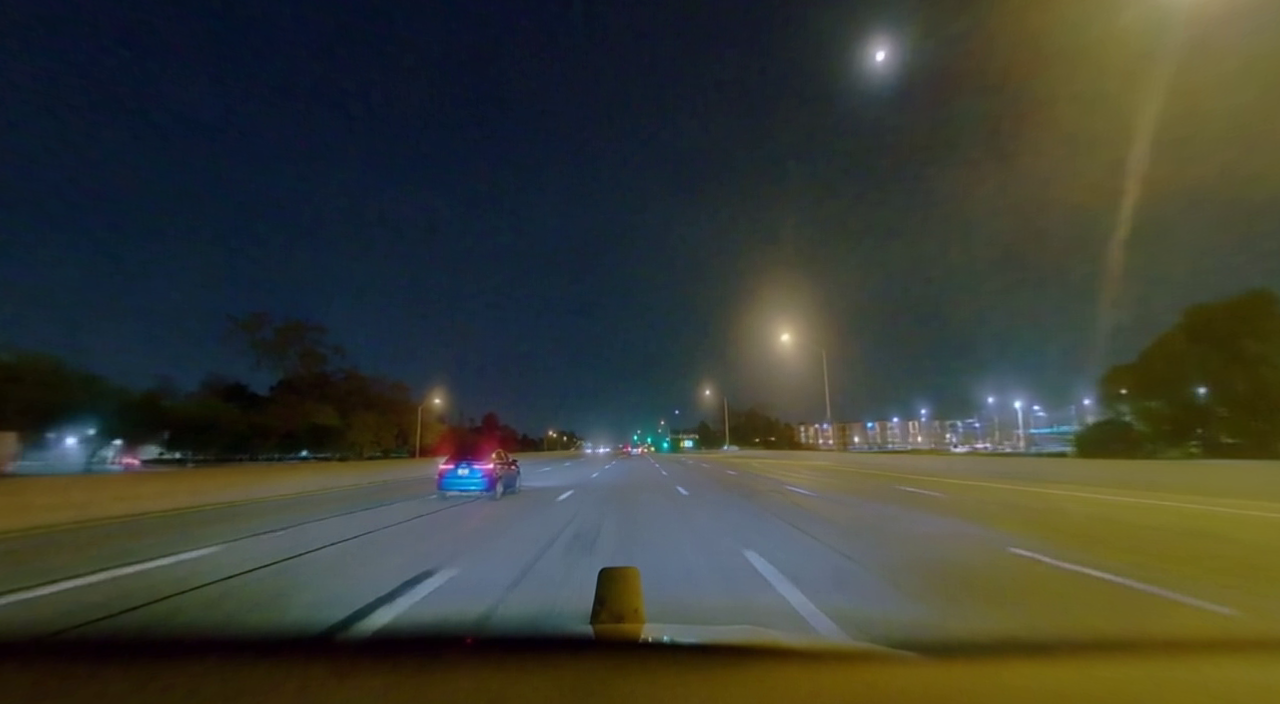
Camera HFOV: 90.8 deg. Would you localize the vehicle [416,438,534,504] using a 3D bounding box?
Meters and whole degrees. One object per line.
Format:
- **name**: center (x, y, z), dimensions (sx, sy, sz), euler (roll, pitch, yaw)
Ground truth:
- **vehicle**: center (-4.149, 3.049, 16.684), dimensions (1.900, 1.492, 4.495), euler (0, -9, 0)
